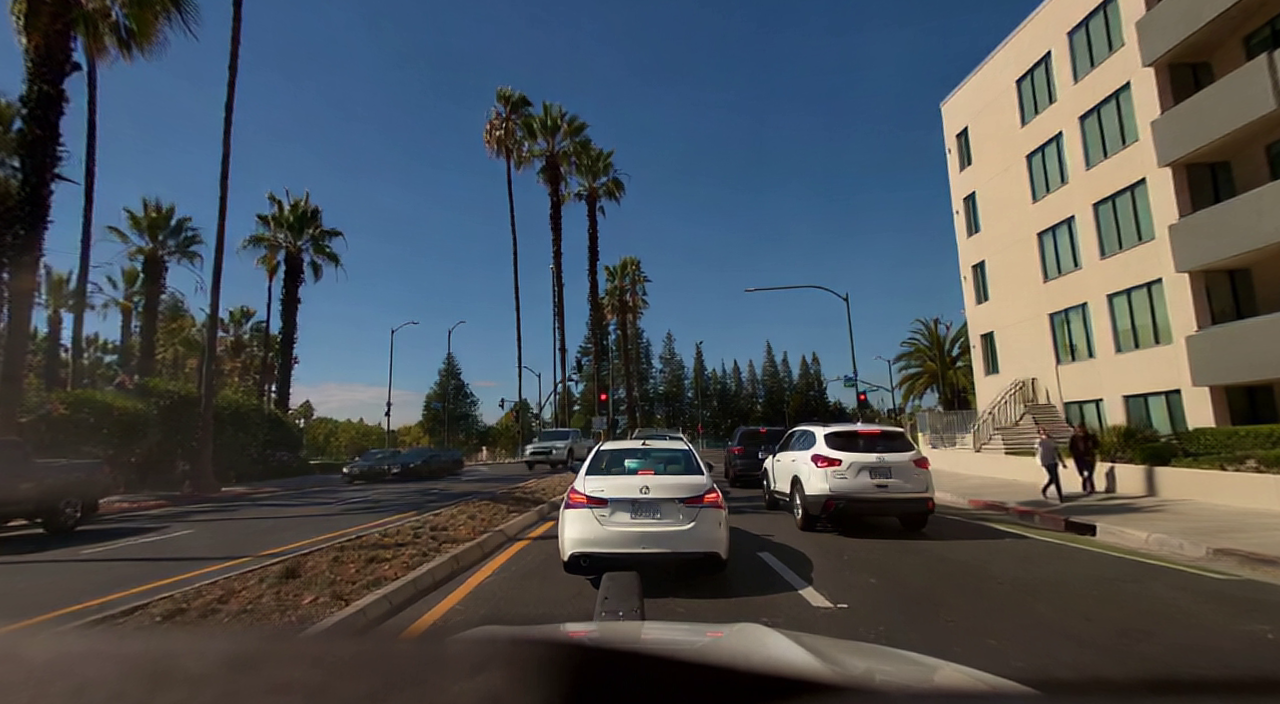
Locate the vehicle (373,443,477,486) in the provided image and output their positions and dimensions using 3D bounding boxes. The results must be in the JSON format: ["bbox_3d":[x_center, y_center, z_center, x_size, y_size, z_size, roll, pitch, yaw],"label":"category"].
[{"bbox_3d":[-7.851,4.150,23.638,1.898,1.439,4.540,-1,-8,6],"label":"vehicle"}]

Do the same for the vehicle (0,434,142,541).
[{"bbox_3d":[-13.055,2.715,12.283,2.240,1.964,5.707,-6,-8,0],"label":"vehicle"}]

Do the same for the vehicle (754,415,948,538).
[{"bbox_3d":[3.401,2.106,11.236,2.003,1.733,4.319,0,-8,1],"label":"vehicle"}]

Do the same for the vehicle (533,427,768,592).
[{"bbox_3d":[0.134,1.710,7.700,2.088,1.452,3.993,0,-8,1],"label":"vehicle"}]
